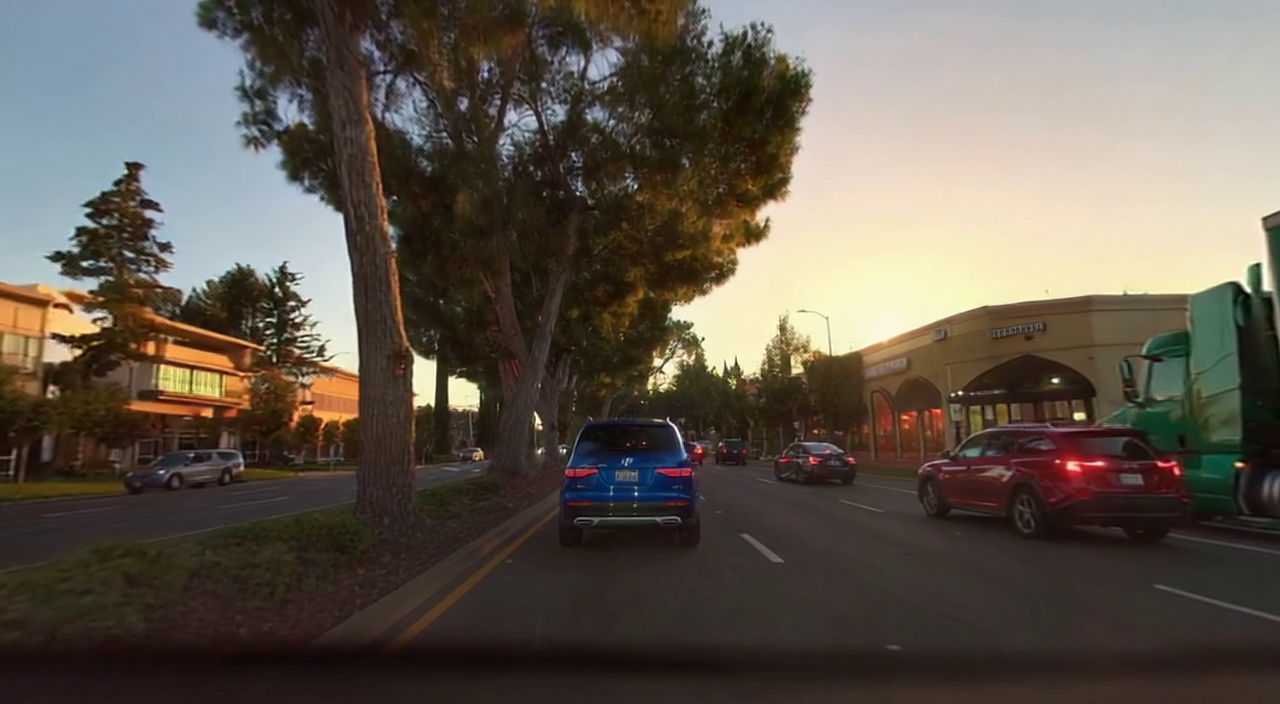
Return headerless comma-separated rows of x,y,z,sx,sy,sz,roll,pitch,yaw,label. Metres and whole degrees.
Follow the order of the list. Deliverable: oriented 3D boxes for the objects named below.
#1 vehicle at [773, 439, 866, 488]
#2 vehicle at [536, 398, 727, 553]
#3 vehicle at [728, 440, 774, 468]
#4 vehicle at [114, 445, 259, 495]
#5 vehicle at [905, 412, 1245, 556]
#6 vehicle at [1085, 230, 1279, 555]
6.330,3.976,22.896,2.035,1.553,4.465,0,-8,0,vehicle
-0.142,1.811,9.868,2.320,1.880,4.192,0,-8,-1,vehicle
6.521,6.016,37.477,1.914,1.523,4.287,0,-8,-1,vehicle
-19.299,4.991,27.304,2.302,1.939,5.221,0,-8,1,vehicle
6.184,1.916,9.868,2.056,1.703,4.428,0,-8,-1,vehicle
9.957,-0.237,3.201,2.879,4.284,17.334,0,-8,0,vehicle
